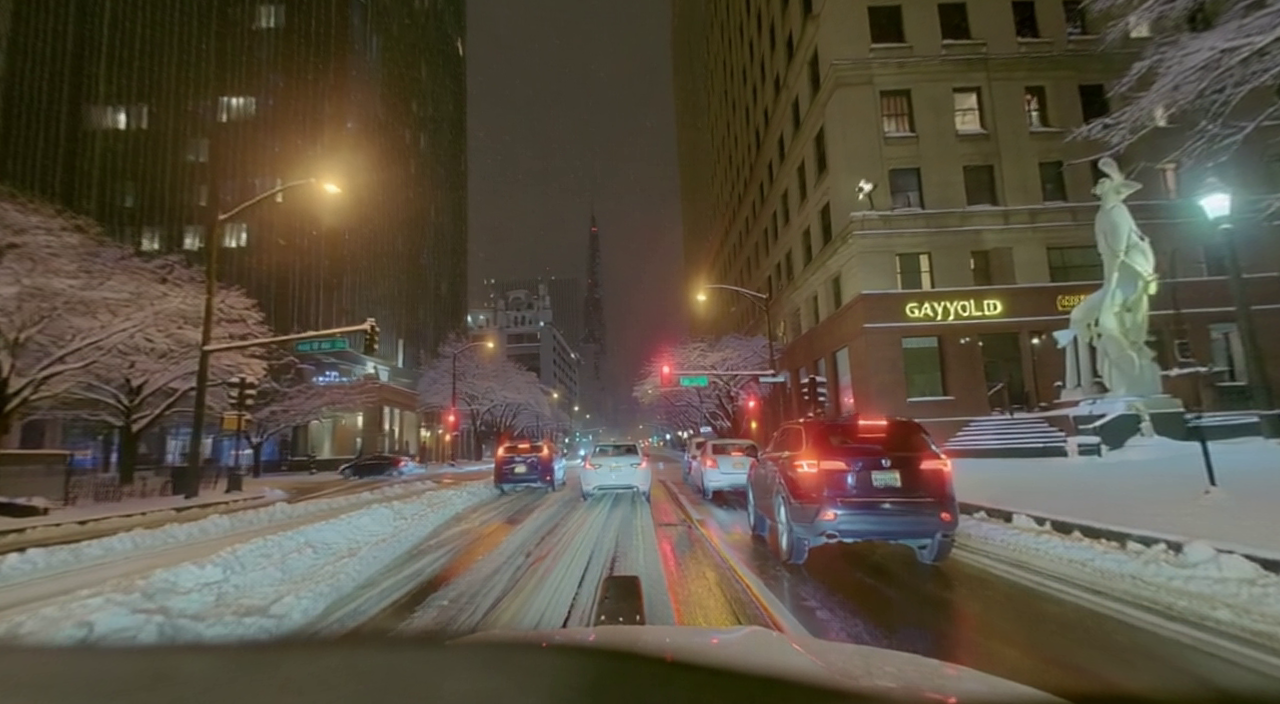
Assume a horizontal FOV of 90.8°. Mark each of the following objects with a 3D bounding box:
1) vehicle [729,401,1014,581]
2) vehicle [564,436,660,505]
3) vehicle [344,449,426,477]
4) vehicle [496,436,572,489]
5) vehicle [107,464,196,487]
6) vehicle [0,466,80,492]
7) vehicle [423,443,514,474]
[{"bbox_3d":[2.611,1.703,8.541,2.096,1.775,4.440,0,-8,-1],"label":"vehicle"},{"bbox_3d":[-0.642,2.918,16.000,2.096,1.492,4.071,0,-8,-1],"label":"vehicle"},{"bbox_3d":[-16.935,7.372,42.187,1.953,1.752,4.612,-7,-11,39],"label":"vehicle"},{"bbox_3d":[-3.611,3.847,22.408,2.045,1.633,4.864,0,-8,-2],"label":"vehicle"},{"bbox_3d":[-32.359,8.172,41.925,4.392,1.427,1.764,0,-9,-1],"label":"vehicle"},{"bbox_3d":[-40.214,8.427,41.961,4.224,1.622,1.808,0,-9,-1],"label":"vehicle"},{"bbox_3d":[-10.238,6.325,37.746,4.855,1.769,2.071,4,-9,-26],"label":"vehicle"}]
